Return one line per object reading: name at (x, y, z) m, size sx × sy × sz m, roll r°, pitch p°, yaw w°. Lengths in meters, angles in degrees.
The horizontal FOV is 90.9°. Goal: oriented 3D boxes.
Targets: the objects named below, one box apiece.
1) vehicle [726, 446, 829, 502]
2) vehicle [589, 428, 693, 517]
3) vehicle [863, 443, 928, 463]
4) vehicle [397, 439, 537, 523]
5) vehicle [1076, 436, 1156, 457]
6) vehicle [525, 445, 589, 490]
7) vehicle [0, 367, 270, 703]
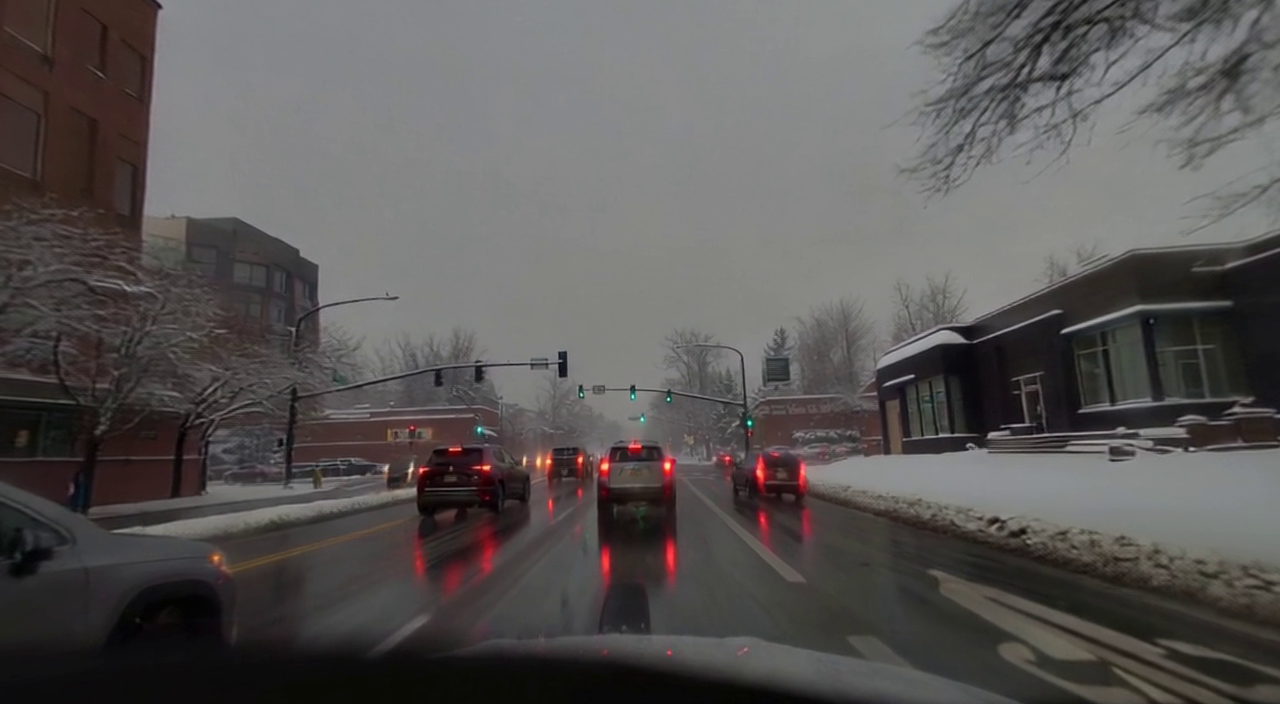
vehicle at (3.951, 3.551, 18.930) m, size 1.986 × 1.457 × 4.566 m, roll 0°, pitch -9°, yaw -1°
vehicle at (0.033, 2.708, 14.667) m, size 2.075 × 1.770 × 4.018 m, roll 0°, pitch -8°, yaw 1°
vehicle at (20.162, 7.994, 49.854) m, size 4.361 × 1.478 × 1.909 m, roll -2°, pitch -9°, yaw 6°
vehicle at (-3.708, 2.824, 14.382) m, size 1.886 × 1.599 × 4.247 m, roll 0°, pitch -9°, yaw 1°
vehicle at (35.159, 6.996, 46.669) m, size 4.169 × 1.475 × 2.059 m, roll -2°, pitch -9°, yaw 14°
vehicle at (-3.214, 4.537, 25.216) m, size 1.894 × 1.642 × 3.861 m, roll 0°, pitch -8°, yaw 2°
vehicle at (-3.329, 0.771, 1.588) m, size 1.975 × 1.624 × 4.481 m, roll 0°, pitch -9°, yaw 1°
